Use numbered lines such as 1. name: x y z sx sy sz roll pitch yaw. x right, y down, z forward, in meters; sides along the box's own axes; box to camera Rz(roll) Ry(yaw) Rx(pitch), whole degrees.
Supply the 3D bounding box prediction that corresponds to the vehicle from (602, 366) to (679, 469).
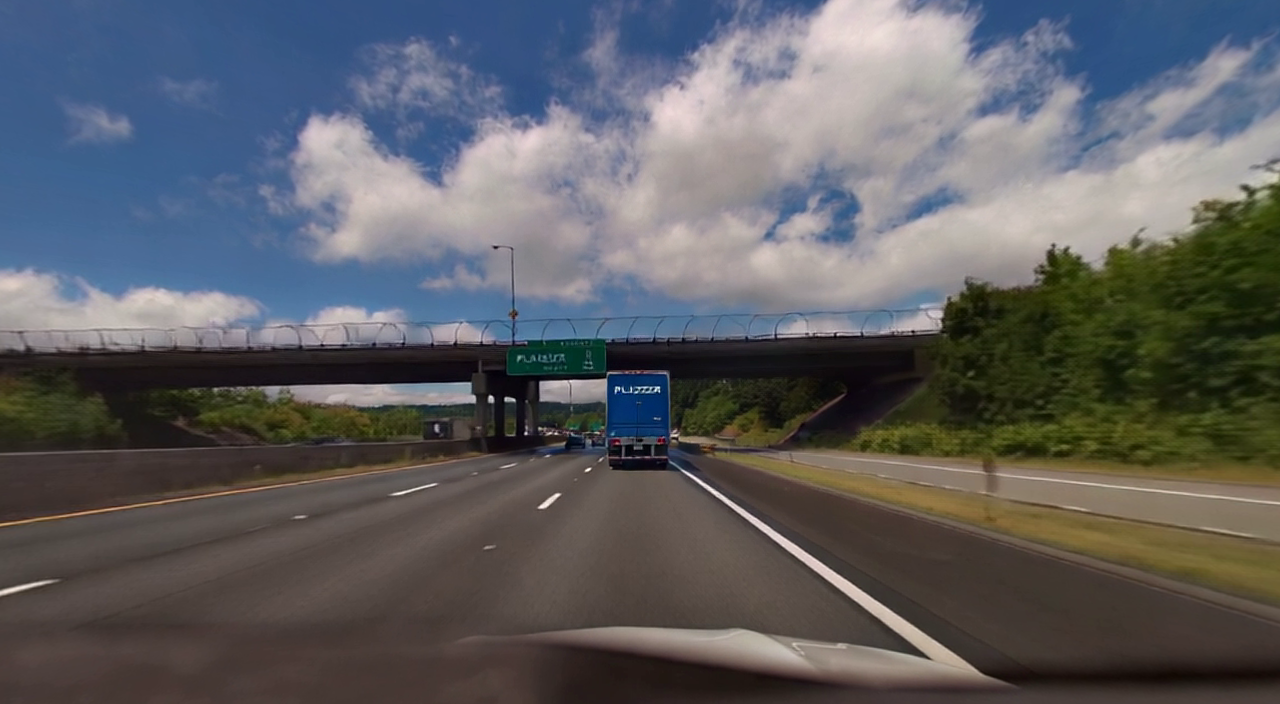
1. vehicle: -0.106 3.327 30.305 2.926 3.959 11.818 0 -8 -1
